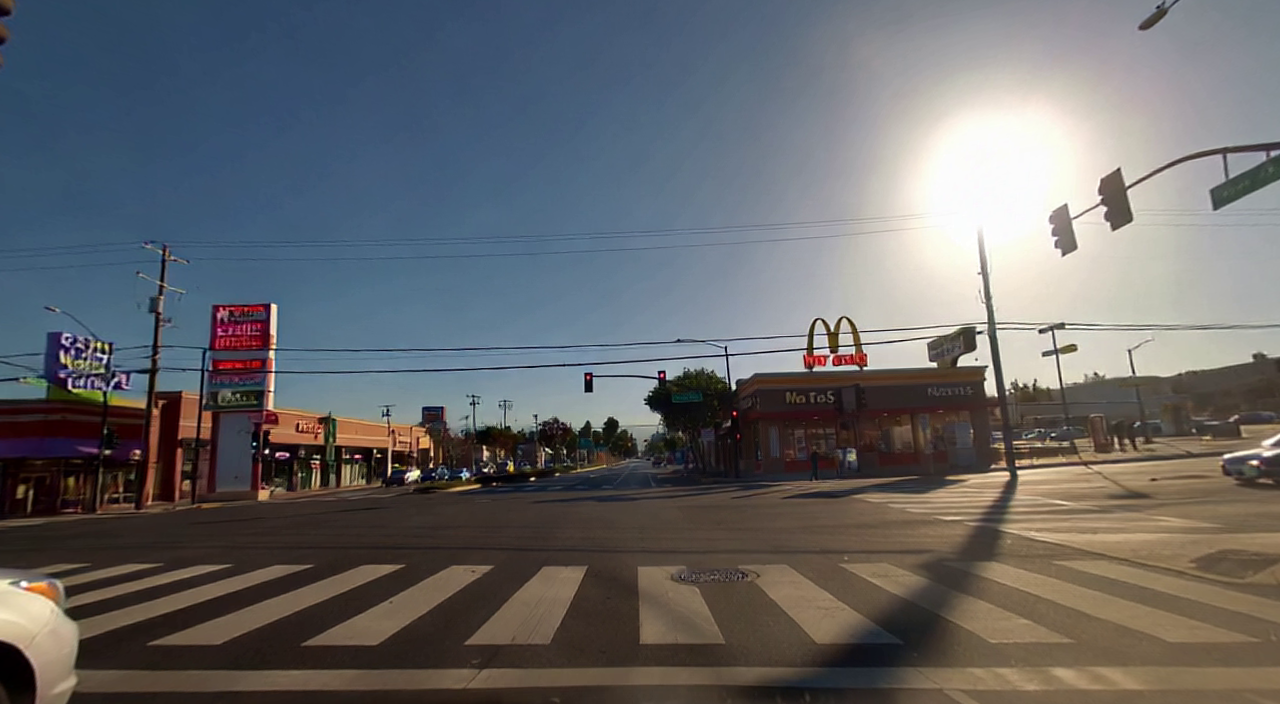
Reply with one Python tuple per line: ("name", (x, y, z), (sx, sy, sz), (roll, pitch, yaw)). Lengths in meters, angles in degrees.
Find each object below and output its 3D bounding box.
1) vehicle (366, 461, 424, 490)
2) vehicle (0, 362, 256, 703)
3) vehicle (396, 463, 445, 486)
("vehicle", (-19.231, 9.701, 49.817), (2.227, 2.033, 5.614), (0, -9, 1))
("vehicle", (-3.415, 0.734, 1.409), (2.081, 1.644, 4.523), (0, -9, 3))
("vehicle", (-15.755, 8.827, 45.417), (1.931, 1.471, 4.152), (0, -9, 1))
